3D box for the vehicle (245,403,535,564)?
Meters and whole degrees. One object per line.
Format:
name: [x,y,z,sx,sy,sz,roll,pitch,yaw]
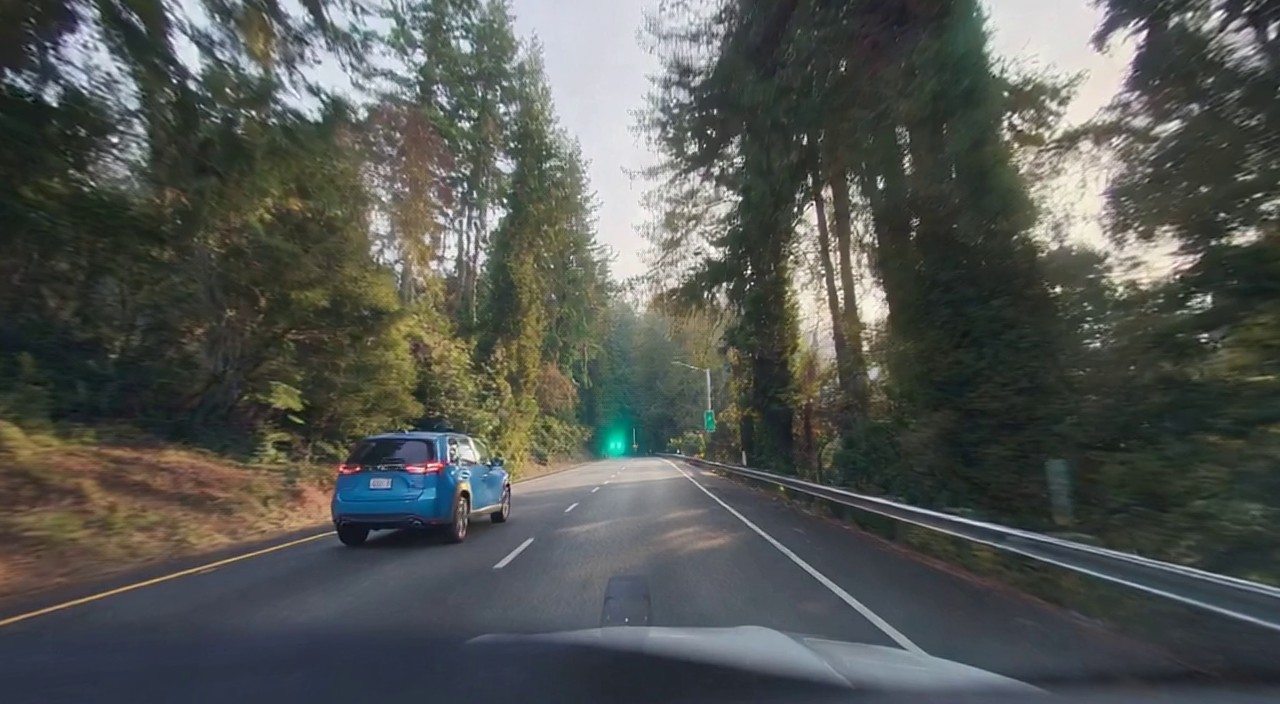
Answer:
vehicle: [-3.376,1.912,9.974,2.336,1.857,4.986,-1,-8,3]
